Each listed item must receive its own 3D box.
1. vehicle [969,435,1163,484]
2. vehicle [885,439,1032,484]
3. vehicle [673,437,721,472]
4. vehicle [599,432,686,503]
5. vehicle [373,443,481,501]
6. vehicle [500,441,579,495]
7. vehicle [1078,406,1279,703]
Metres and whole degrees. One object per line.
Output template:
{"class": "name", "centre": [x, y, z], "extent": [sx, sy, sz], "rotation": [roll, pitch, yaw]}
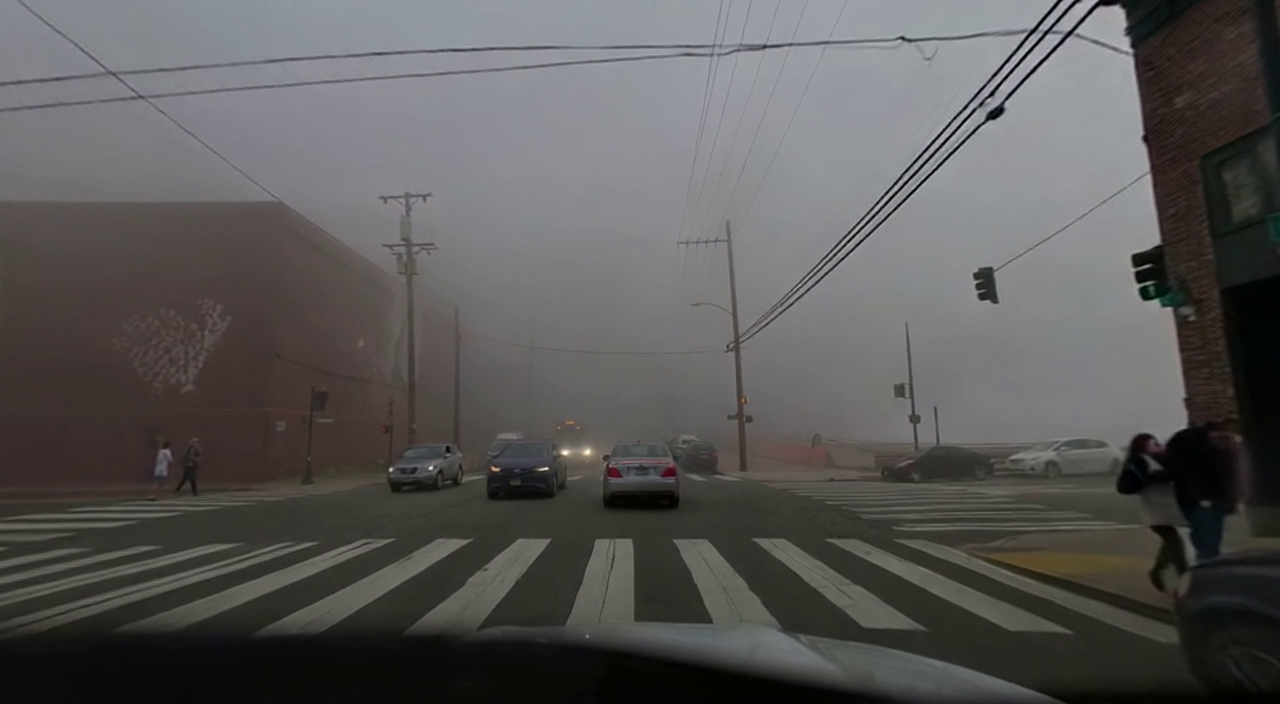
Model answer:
{"class": "vehicle", "centre": [14.254, 3.619, 21.372], "extent": [5.045, 1.527, 2.107], "rotation": [0, -9, -1]}
{"class": "vehicle", "centre": [12.206, 4.220, 24.500], "extent": [4.576, 1.650, 1.980], "rotation": [-1, -9, 2]}
{"class": "vehicle", "centre": [3.033, 5.652, 34.745], "extent": [2.171, 1.751, 4.373], "rotation": [0, -9, -1]}
{"class": "vehicle", "centre": [0.053, 3.227, 18.058], "extent": [2.190, 1.783, 4.048], "rotation": [0, -8, 0]}
{"class": "vehicle", "centre": [-7.096, 4.014, 21.731], "extent": [1.892, 1.706, 5.224], "rotation": [0, -8, 0]}
{"class": "vehicle", "centre": [-3.364, 3.941, 21.867], "extent": [2.055, 1.660, 3.954], "rotation": [0, -8, 0]}
{"class": "vehicle", "centre": [3.487, 0.799, 1.257], "extent": [1.949, 1.521, 4.445], "rotation": [0, -8, -1]}
